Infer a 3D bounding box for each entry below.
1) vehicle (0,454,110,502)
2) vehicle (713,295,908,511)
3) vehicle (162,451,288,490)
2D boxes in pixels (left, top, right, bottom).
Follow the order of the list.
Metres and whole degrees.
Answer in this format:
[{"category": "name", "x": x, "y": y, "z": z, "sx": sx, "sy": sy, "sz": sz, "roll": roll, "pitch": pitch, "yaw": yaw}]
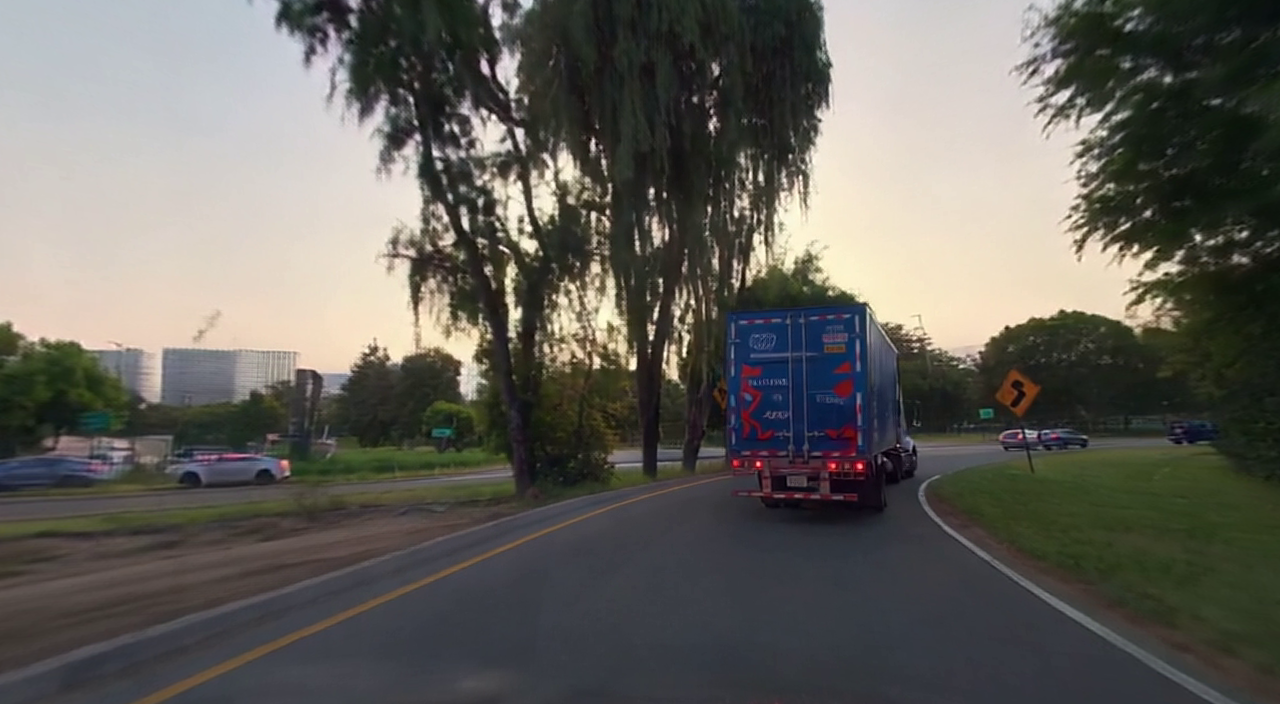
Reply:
[{"category": "vehicle", "x": -22.645, "y": 4.607, "z": 23.175, "sx": 4.578, "sy": 1.573, "sz": 1.806, "roll": 6, "pitch": -11, "yaw": -42}, {"category": "vehicle", "x": 4.711, "y": 1.472, "z": 15.431, "sx": 2.937, "sy": 3.647, "sz": 9.344, "roll": -4, "pitch": -9, "yaw": 24}, {"category": "vehicle", "x": -17.827, "y": 5.051, "z": 27.111, "sx": 4.350, "sy": 1.410, "sz": 1.726, "roll": 5, "pitch": -10, "yaw": -37}]
